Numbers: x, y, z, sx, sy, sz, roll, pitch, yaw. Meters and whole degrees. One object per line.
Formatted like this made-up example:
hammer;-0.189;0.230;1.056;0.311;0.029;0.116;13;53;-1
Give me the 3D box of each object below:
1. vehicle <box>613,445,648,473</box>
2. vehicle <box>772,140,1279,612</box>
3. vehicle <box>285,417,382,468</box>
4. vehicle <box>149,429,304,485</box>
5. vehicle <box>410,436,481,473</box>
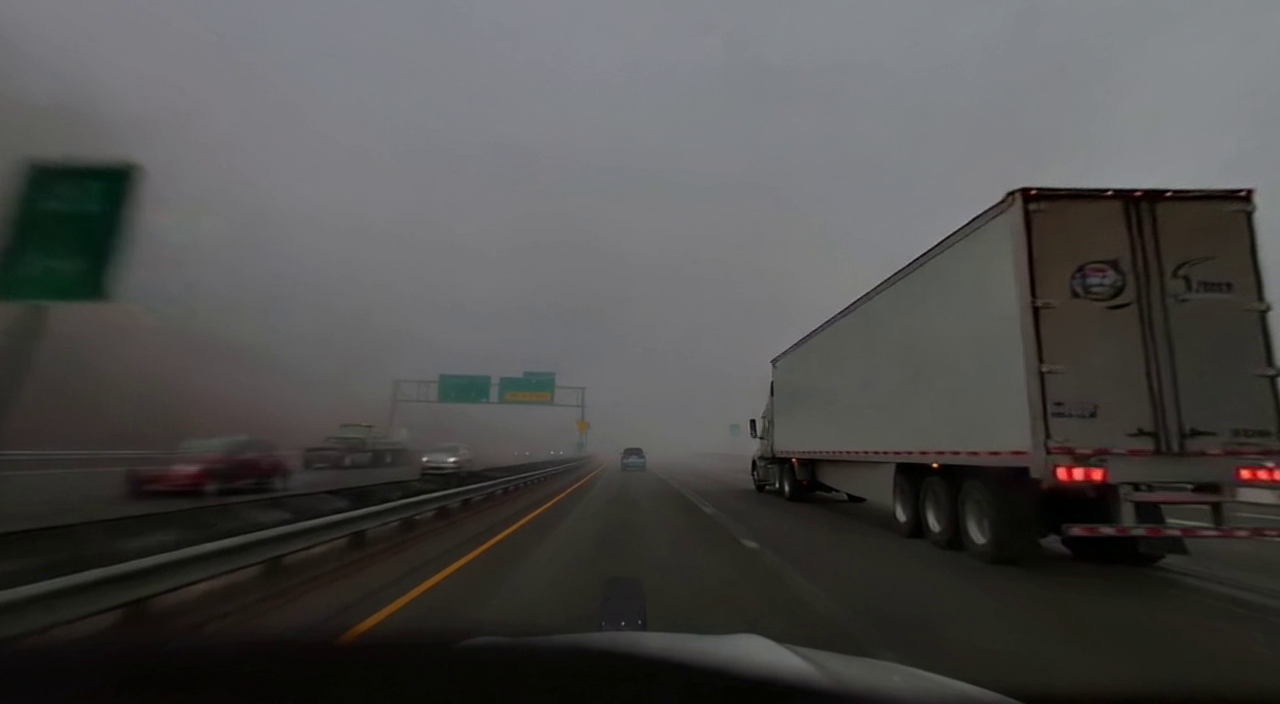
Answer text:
vehicle;-0.583;6.657;39.347;2.111;1.599;3.859;0;-9;0
vehicle;5.389;1.171;12.248;2.890;4.006;14.039;0;-9;1
vehicle;-16.428;4.954;34.260;2.319;2.536;6.071;0;-9;-2
vehicle;-11.937;3.076;18.587;1.786;1.451;4.104;0;-9;0
vehicle;-8.414;4.503;27.646;1.830;1.480;4.053;0;-9;0
